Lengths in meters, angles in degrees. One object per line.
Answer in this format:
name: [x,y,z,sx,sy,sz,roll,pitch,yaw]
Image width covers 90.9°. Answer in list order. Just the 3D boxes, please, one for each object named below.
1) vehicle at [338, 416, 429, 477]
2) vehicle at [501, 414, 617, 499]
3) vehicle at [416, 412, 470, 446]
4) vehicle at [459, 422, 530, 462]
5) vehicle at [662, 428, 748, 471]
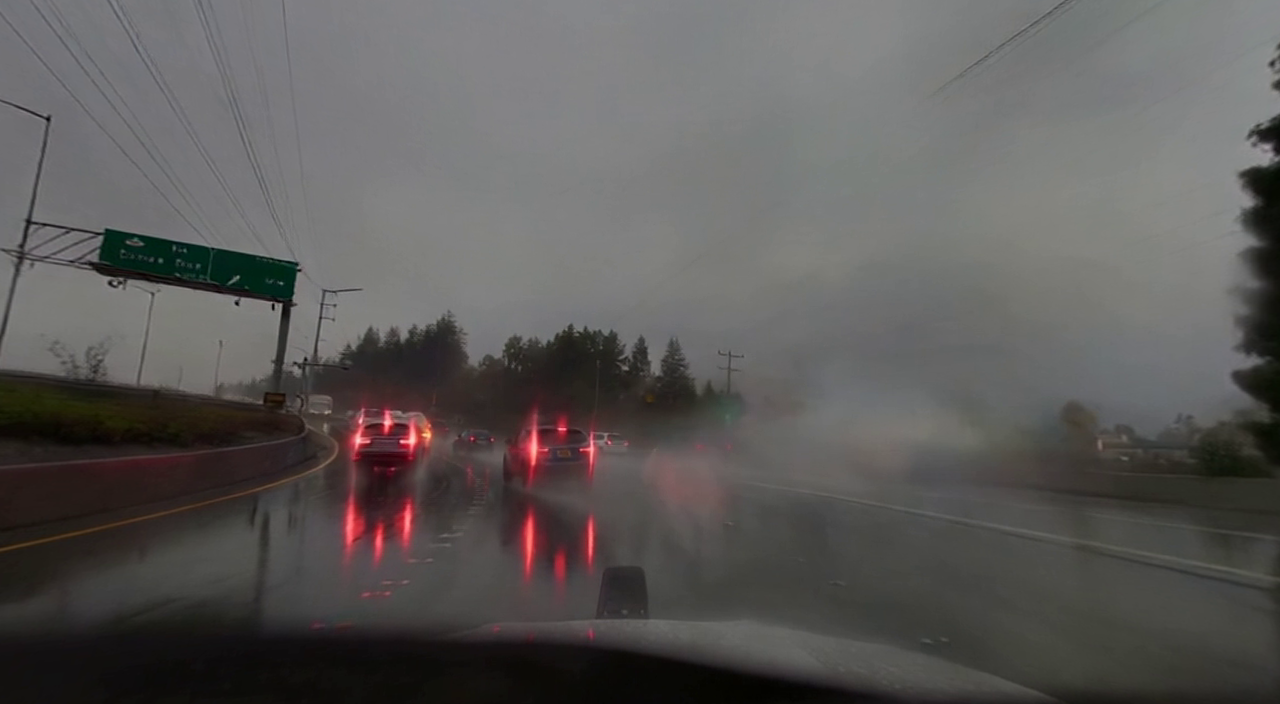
vehicle: [-7.198,2.713,18.159,2.033,1.501,4.623,3,-9,-18]
vehicle: [-2.107,2.476,15.287,2.140,1.724,4.304,2,-9,-16]
vehicle: [-11.638,4.595,37.065,2.042,1.817,4.650,5,-10,-29]
vehicle: [-6.018,3.695,25.734,1.832,1.473,4.364,4,-9,-26]
vehicle: [2.896,4.528,29.312,2.079,1.807,4.682,3,-9,-20]
